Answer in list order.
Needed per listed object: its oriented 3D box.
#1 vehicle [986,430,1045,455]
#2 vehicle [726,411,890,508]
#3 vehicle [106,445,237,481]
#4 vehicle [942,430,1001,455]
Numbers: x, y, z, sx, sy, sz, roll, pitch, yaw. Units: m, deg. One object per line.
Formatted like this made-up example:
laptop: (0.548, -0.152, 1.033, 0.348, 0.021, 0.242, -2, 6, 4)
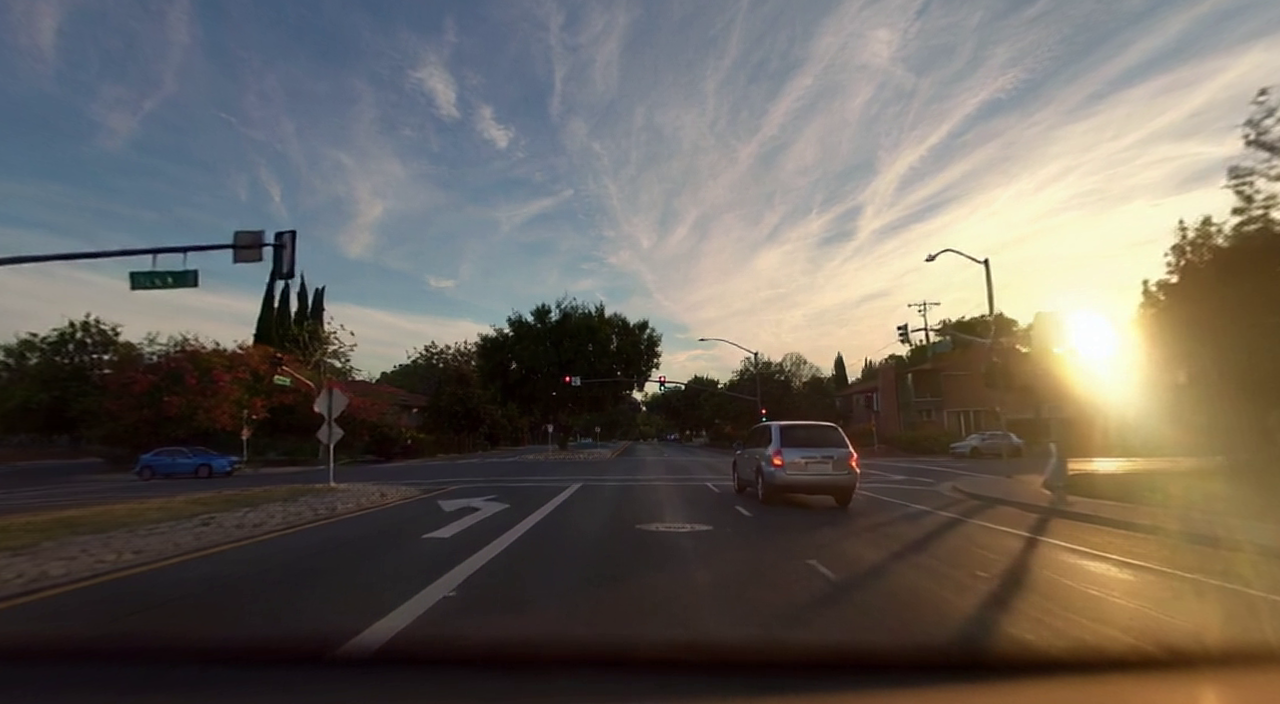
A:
vehicle: (27.280, 6.600, 46.063, 1.883, 1.685, 3.953, -1, -9, 2)
vehicle: (3.478, 2.384, 14.330, 2.229, 1.795, 4.927, 0, -9, -2)
vehicle: (-23.212, 5.504, 31.457, 4.737, 1.659, 2.042, 0, -9, -5)
vehicle: (24.055, 6.593, 45.978, 1.896, 1.760, 4.107, 0, -9, -2)
